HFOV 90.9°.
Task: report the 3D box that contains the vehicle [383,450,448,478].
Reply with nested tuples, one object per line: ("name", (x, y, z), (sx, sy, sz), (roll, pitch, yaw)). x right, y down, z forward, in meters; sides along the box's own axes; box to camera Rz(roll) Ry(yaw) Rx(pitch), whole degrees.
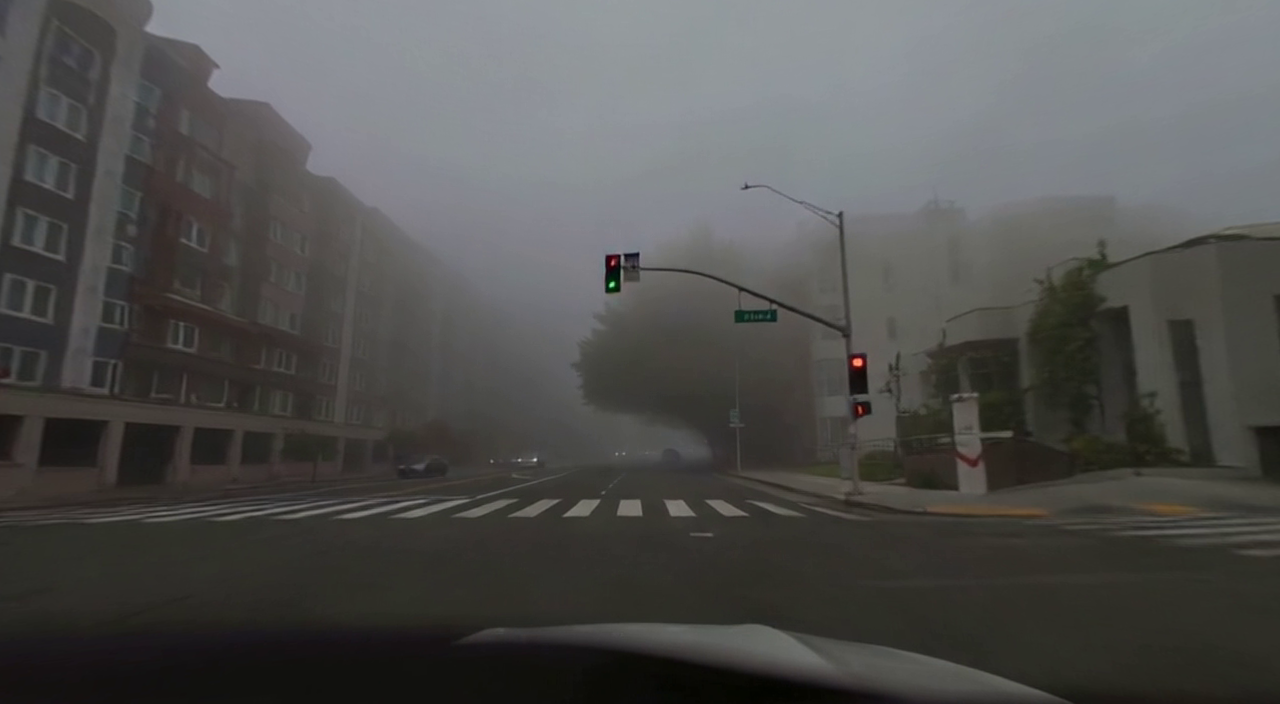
("vehicle", (-12.900, 6.449, 36.531), (1.965, 1.474, 4.376), (-1, -9, 4))

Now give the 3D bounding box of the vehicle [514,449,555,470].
("vehicle", (-7.926, 8.107, 47.758), (1.939, 1.482, 4.673), (-1, -9, 5))
